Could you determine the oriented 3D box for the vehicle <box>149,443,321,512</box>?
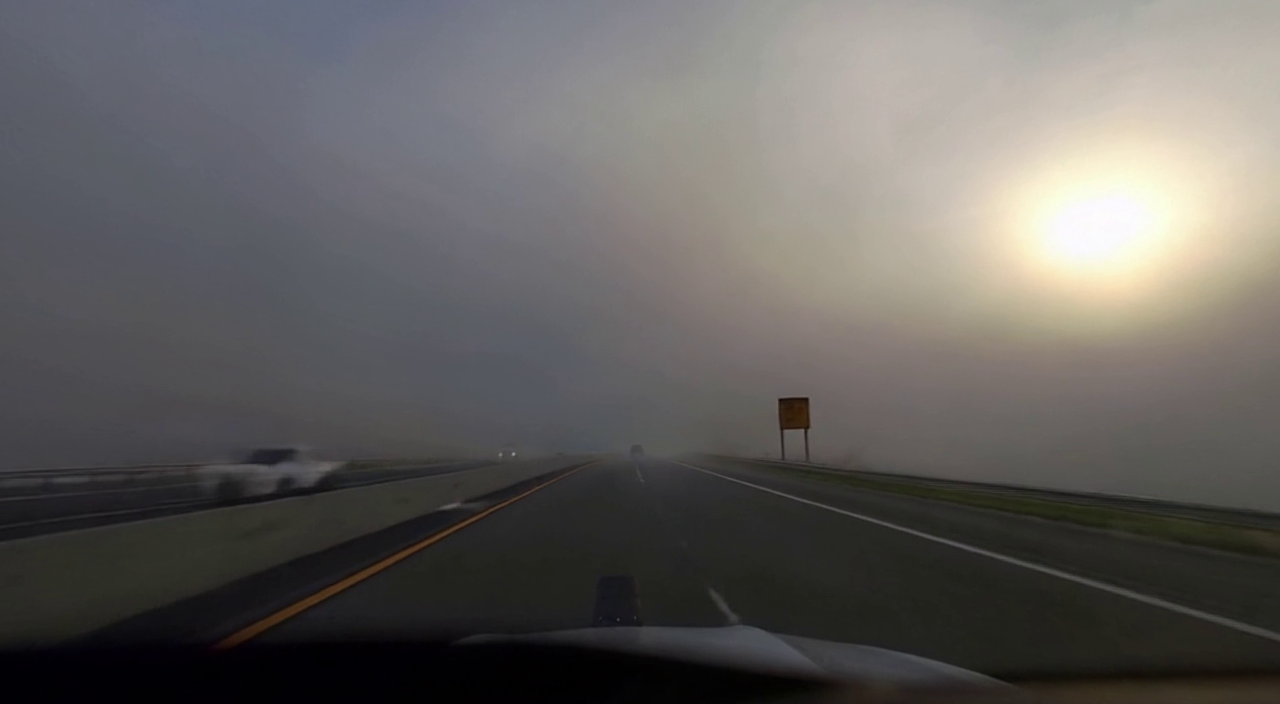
[{"bbox_3d":[-10.394,3.215,16.518,1.895,1.552,4.010,0,-9,-1],"label":"vehicle"}]
